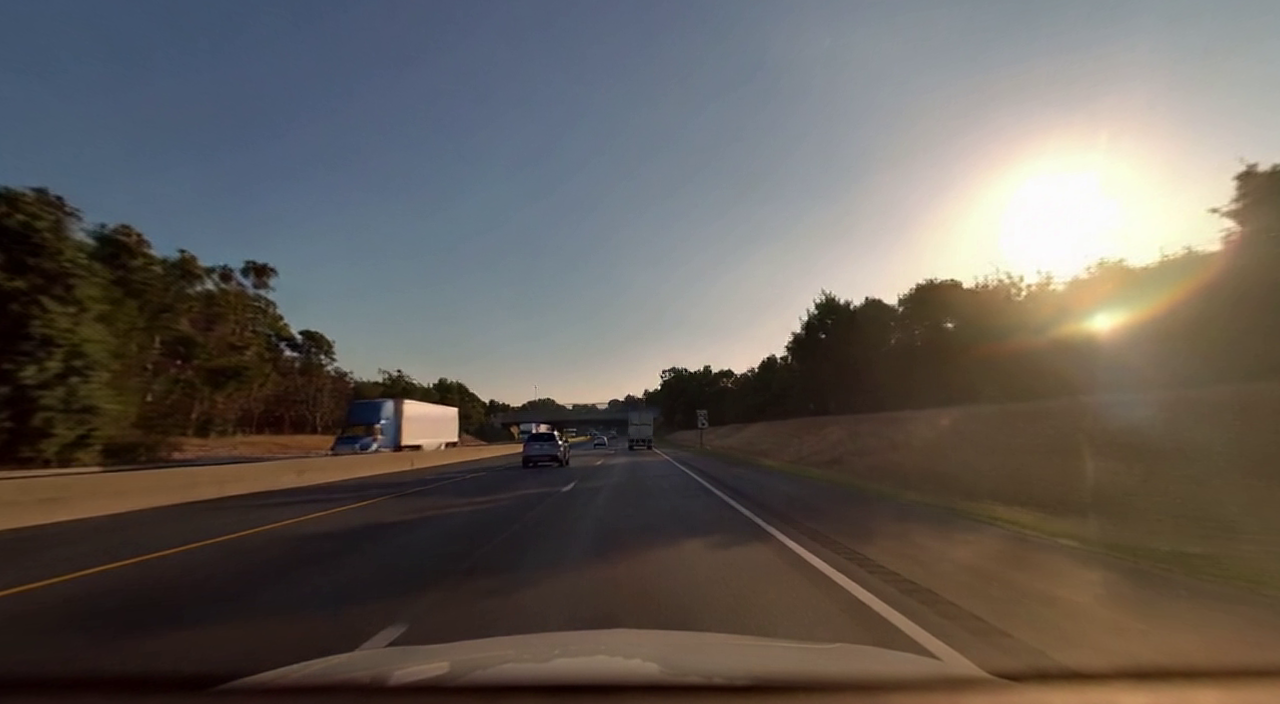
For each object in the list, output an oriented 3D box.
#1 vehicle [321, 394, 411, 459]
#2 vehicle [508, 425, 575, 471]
[{"bbox_3d":[-17.151,4.781,39.941,2.975,3.782,5.870,0,-8,0],"label":"vehicle"},{"bbox_3d":[-3.864,3.838,25.481,2.045,1.655,4.301,0,-8,0],"label":"vehicle"}]
